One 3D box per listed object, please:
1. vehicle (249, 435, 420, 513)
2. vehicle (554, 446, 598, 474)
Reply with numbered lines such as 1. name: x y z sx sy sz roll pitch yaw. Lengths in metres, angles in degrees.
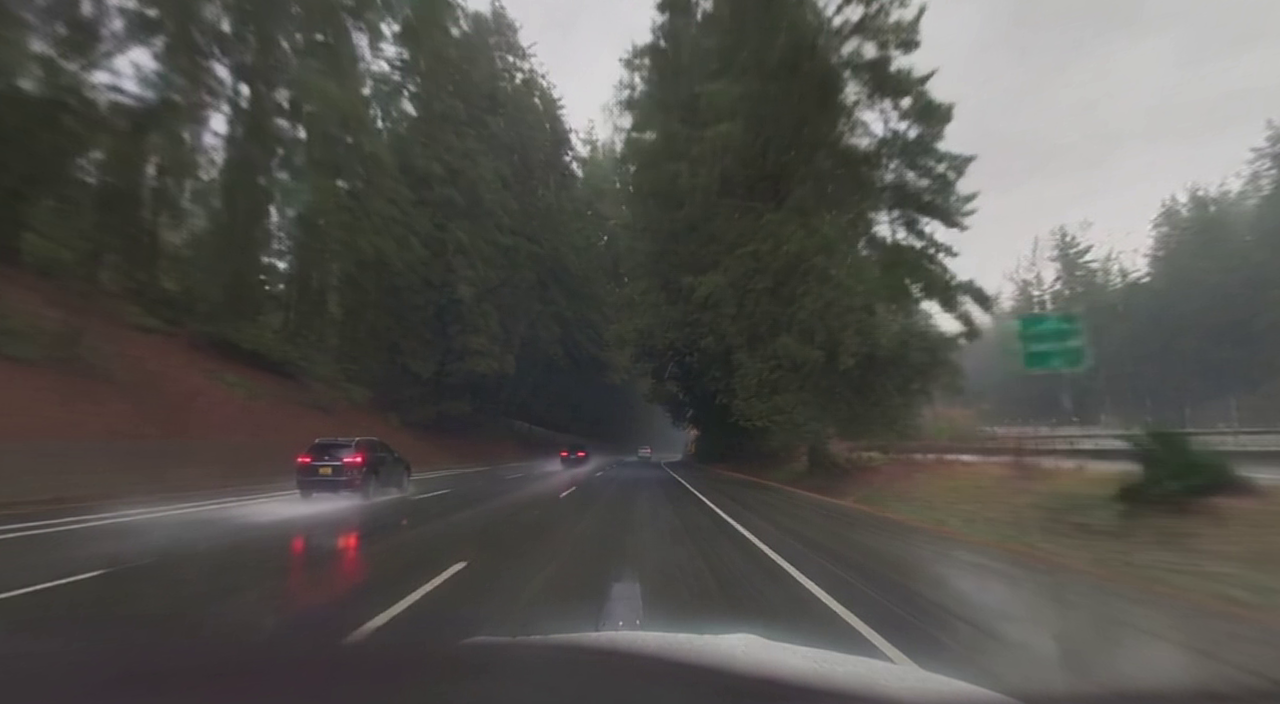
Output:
1. vehicle: -7.179 2.893 15.375 2.007 1.616 4.141 0 -9 1
2. vehicle: -3.794 6.537 38.338 2.104 1.558 4.639 0 -9 1
